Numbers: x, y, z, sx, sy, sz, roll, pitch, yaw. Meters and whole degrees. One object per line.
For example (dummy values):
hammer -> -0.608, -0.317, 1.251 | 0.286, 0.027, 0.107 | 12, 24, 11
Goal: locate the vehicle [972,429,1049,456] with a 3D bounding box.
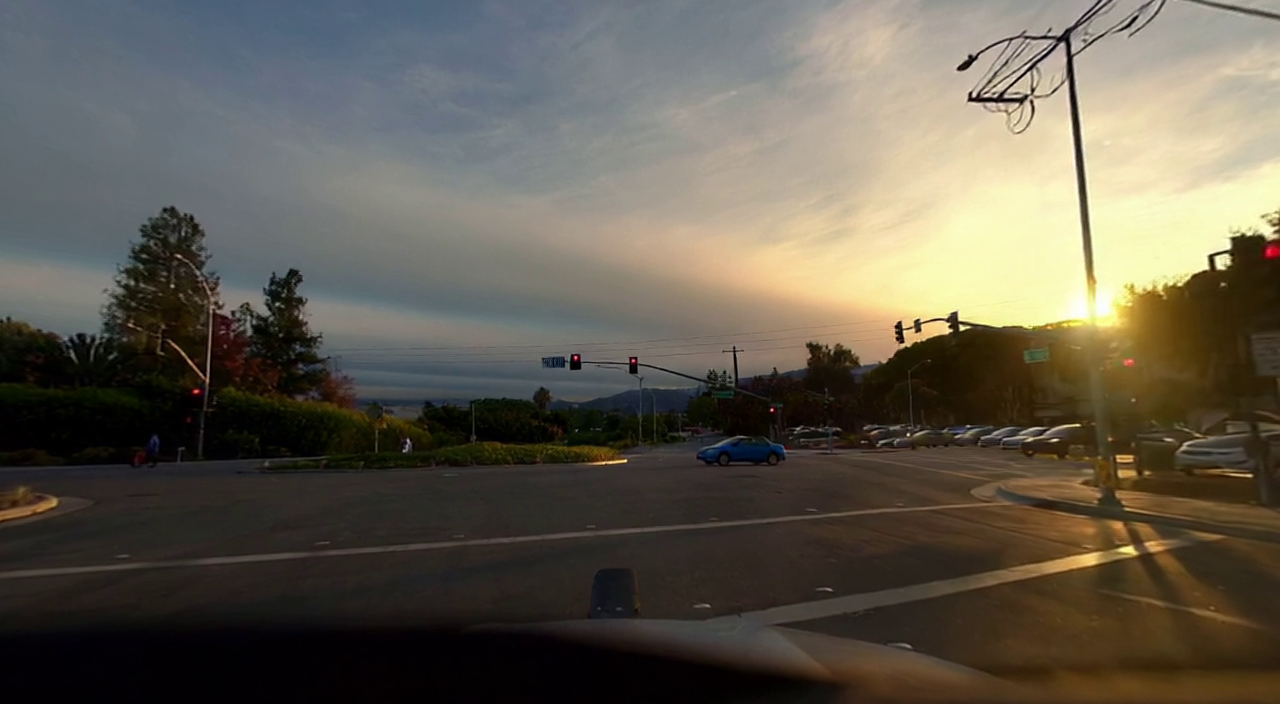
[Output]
vehicle -> 26.883, 6.571, 45.826 | 5.032, 1.828, 2.183 | 4, -9, -24

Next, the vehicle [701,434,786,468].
vehicle -> 5.051, 4.793, 30.696 | 3.896, 1.500, 1.740 | 6, -10, -33

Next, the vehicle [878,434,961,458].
vehicle -> 18.662, 6.266, 42.176 | 5.234, 1.549, 1.982 | 4, -9, -24
